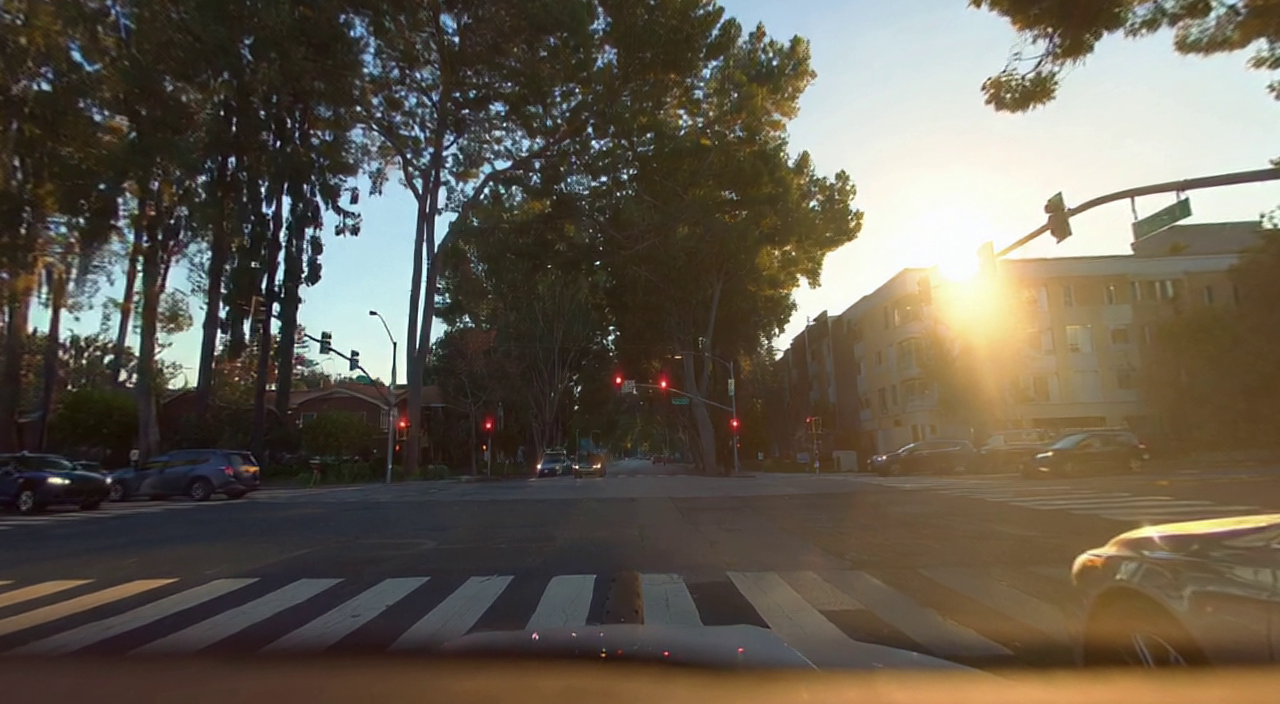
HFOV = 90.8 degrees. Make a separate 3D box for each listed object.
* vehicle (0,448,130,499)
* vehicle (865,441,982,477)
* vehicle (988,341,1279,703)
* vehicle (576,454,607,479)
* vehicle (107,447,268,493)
[{"bbox_3d":[-22.059,4.411,23.138,4.748,1.727,2.325,0,-8,1],"label":"vehicle"},{"bbox_3d":[15.598,5.892,35.029,5.220,1.897,2.596,0,-8,0],"label":"vehicle"},{"bbox_3d":[3.694,0.886,2.889,2.227,1.705,4.719,-2,-8,11],"label":"vehicle"},{"bbox_3d":[-3.636,8.642,47.900,2.162,1.740,4.728,0,-8,-2],"label":"vehicle"},{"bbox_3d":[-18.832,4.950,26.540,4.798,1.763,2.536,0,-10,0],"label":"vehicle"}]
